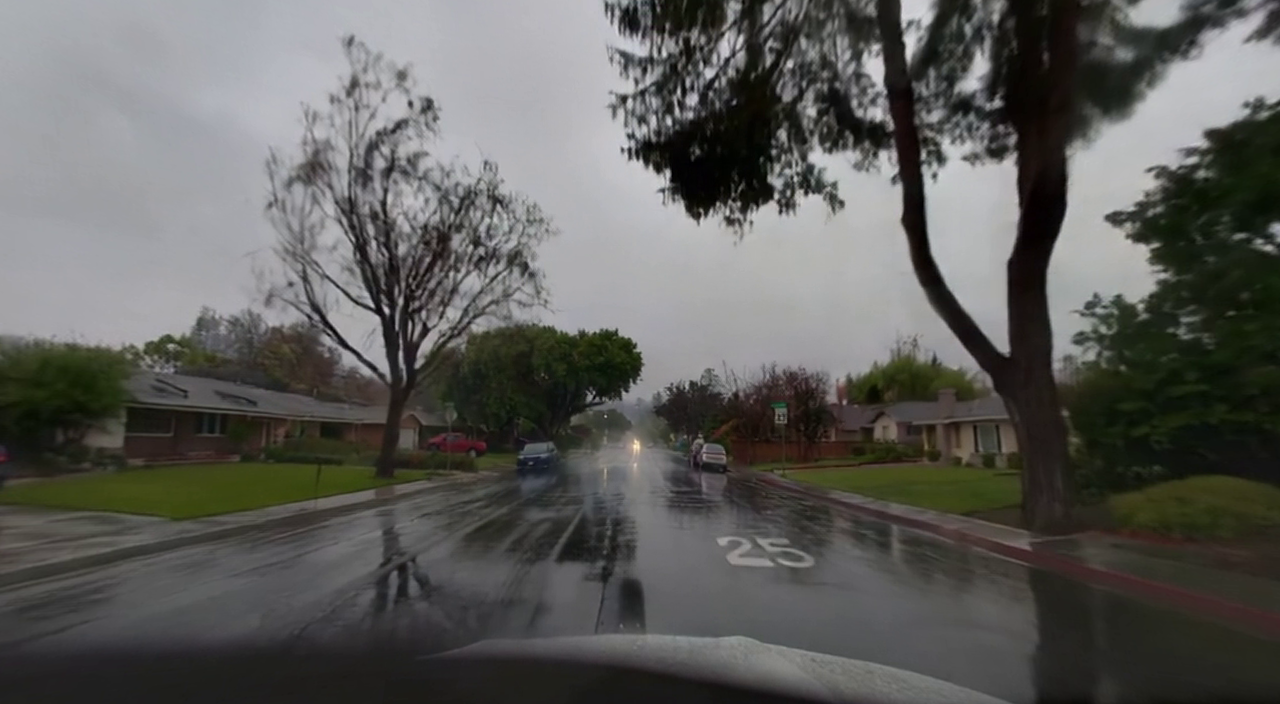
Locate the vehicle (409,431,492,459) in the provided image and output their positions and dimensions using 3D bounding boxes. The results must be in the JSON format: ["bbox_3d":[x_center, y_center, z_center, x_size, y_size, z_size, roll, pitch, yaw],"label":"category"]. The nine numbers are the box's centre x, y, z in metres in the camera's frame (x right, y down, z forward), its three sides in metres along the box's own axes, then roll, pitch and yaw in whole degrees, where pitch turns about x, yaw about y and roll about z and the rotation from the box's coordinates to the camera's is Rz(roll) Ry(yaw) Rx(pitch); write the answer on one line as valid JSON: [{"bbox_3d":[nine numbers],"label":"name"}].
[{"bbox_3d":[-12.970,6.393,43.430,5.024,1.903,2.102,0,-9,1],"label":"vehicle"}]

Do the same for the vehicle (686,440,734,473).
[{"bbox_3d":[3.845,5.844,35.432,2.033,1.730,4.554,0,-9,-2],"label":"vehicle"}]

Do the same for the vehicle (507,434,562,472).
[{"bbox_3d":[-5.937,5.781,36.235,2.322,1.949,5.695,-1,-9,-1],"label":"vehicle"}]
